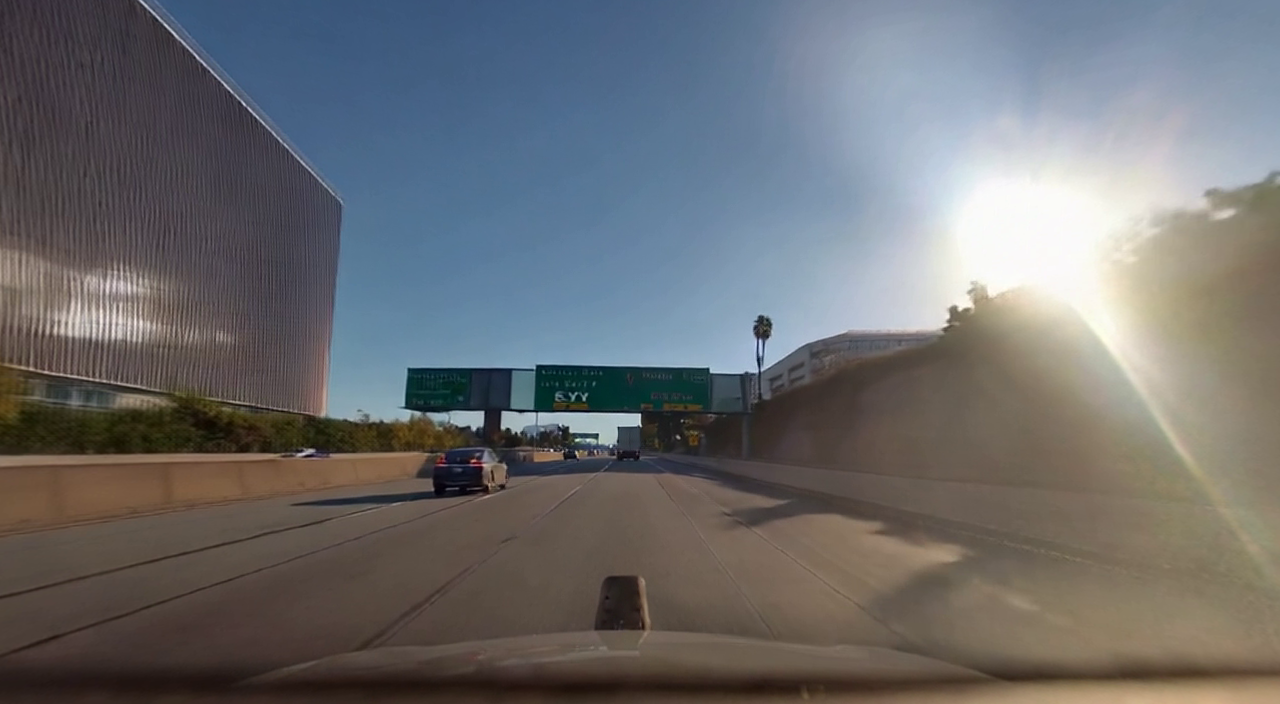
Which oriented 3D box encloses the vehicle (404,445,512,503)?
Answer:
[{"bbox_3d":[-5.259,3.557,18.861,1.943,1.510,4.201,0,-9,0],"label":"vehicle"}]
